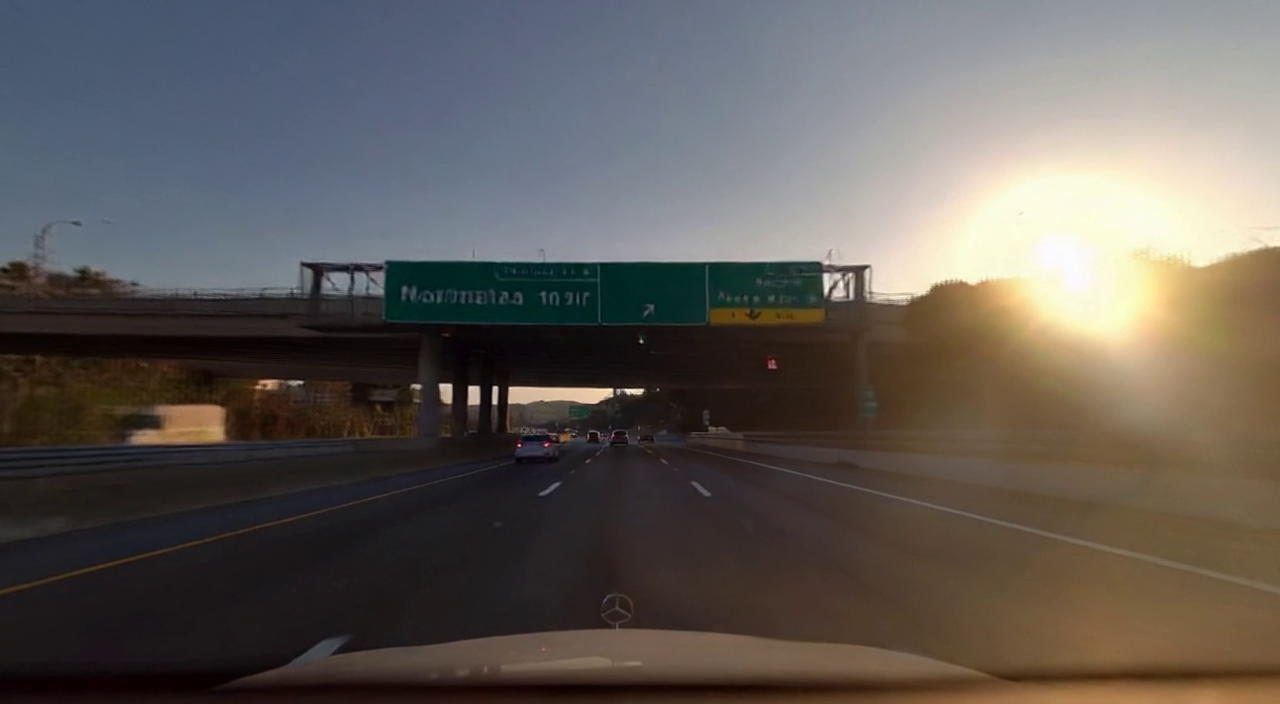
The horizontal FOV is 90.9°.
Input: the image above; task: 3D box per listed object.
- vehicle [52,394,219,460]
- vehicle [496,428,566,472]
[{"bbox_3d":[-24.087,3.689,30.685,2.554,2.856,6.856,0,-8,-2],"label":"vehicle"},{"bbox_3d":[-4.223,3.859,25.087,2.062,1.591,4.156,0,-8,0],"label":"vehicle"}]
